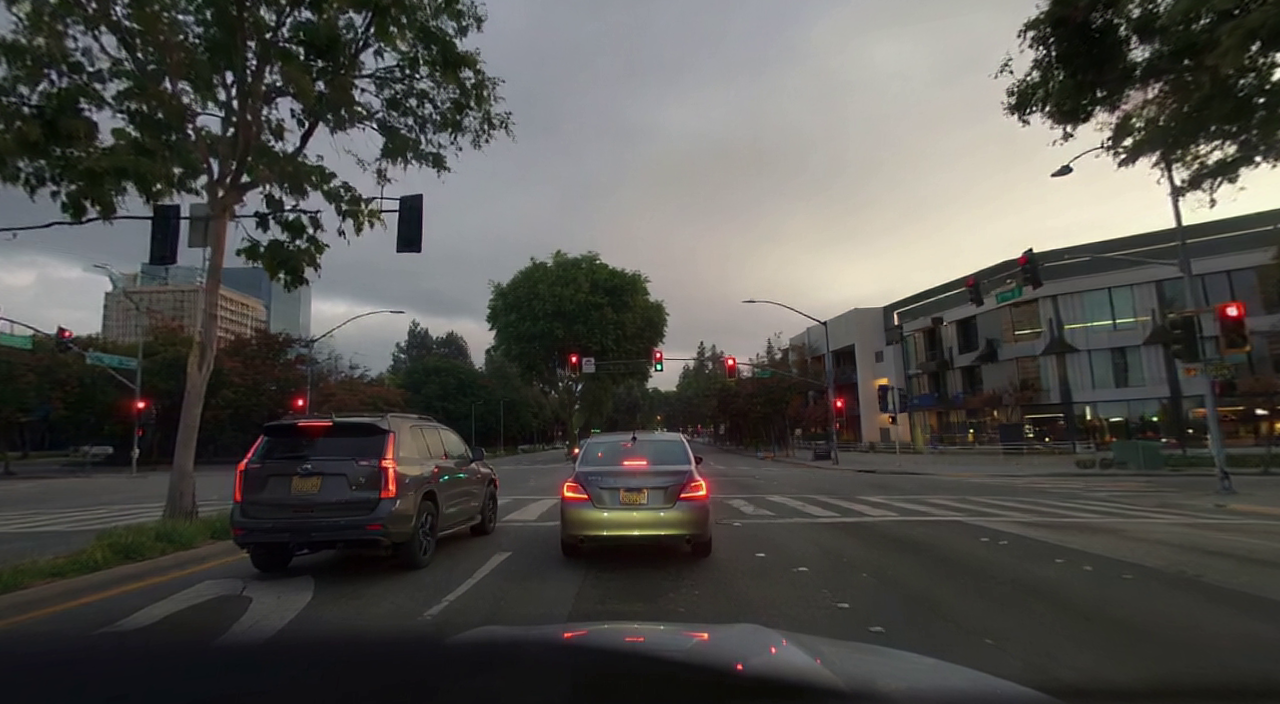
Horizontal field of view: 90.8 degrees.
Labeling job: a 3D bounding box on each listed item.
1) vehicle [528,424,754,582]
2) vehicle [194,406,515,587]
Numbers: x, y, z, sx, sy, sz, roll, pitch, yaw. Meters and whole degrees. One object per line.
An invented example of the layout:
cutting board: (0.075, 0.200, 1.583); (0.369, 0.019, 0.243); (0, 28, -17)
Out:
vehicle: (0.023, 1.756, 8.144); (2.190, 1.522, 3.850); (0, -8, 0)
vehicle: (-3.177, 1.709, 8.327); (2.081, 1.719, 4.434); (0, -8, 1)
